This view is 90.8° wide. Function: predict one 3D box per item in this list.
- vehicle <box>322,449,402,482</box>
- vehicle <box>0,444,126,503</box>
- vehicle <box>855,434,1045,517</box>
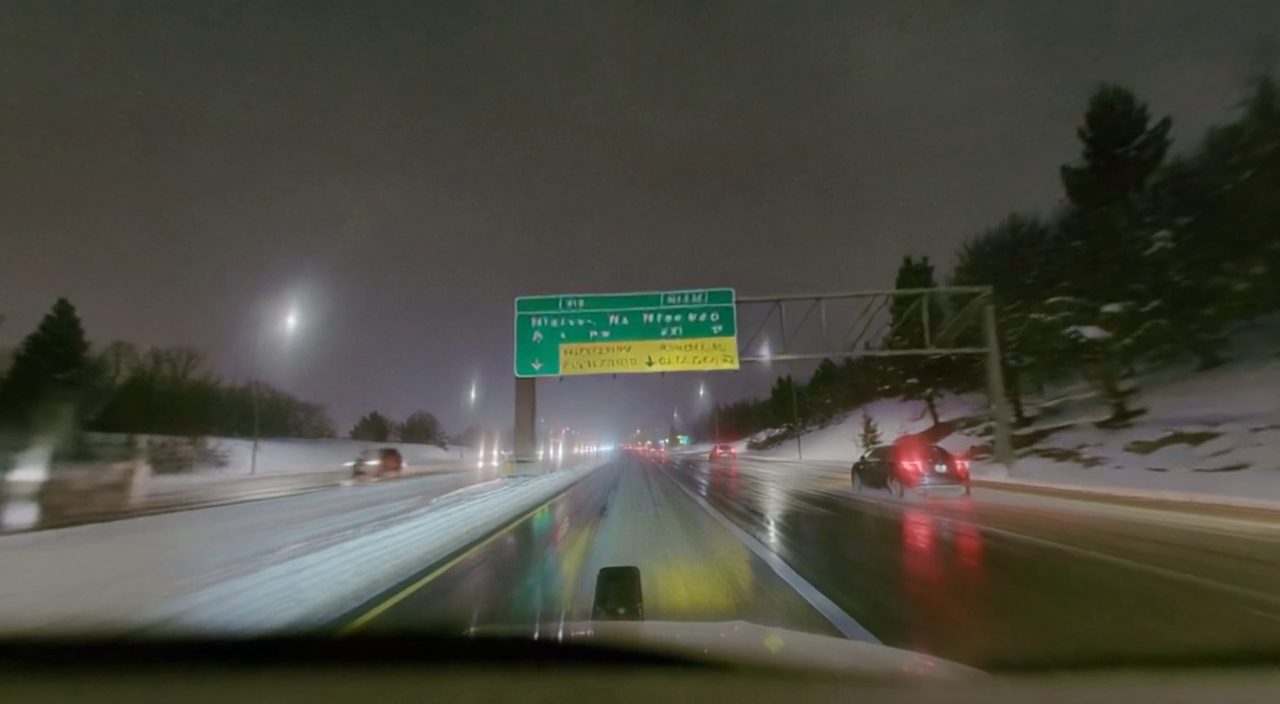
[{"bbox_3d":[-13.972,5.720,32.101,2.010,1.519,4.460,0,-9,1],"label":"vehicle"},{"bbox_3d":[-21.098,4.132,21.861,2.056,1.840,5.342,0,-9,0],"label":"vehicle"},{"bbox_3d":[6.723,2.714,14.442,1.901,1.548,4.684,0,-9,-1],"label":"vehicle"}]
